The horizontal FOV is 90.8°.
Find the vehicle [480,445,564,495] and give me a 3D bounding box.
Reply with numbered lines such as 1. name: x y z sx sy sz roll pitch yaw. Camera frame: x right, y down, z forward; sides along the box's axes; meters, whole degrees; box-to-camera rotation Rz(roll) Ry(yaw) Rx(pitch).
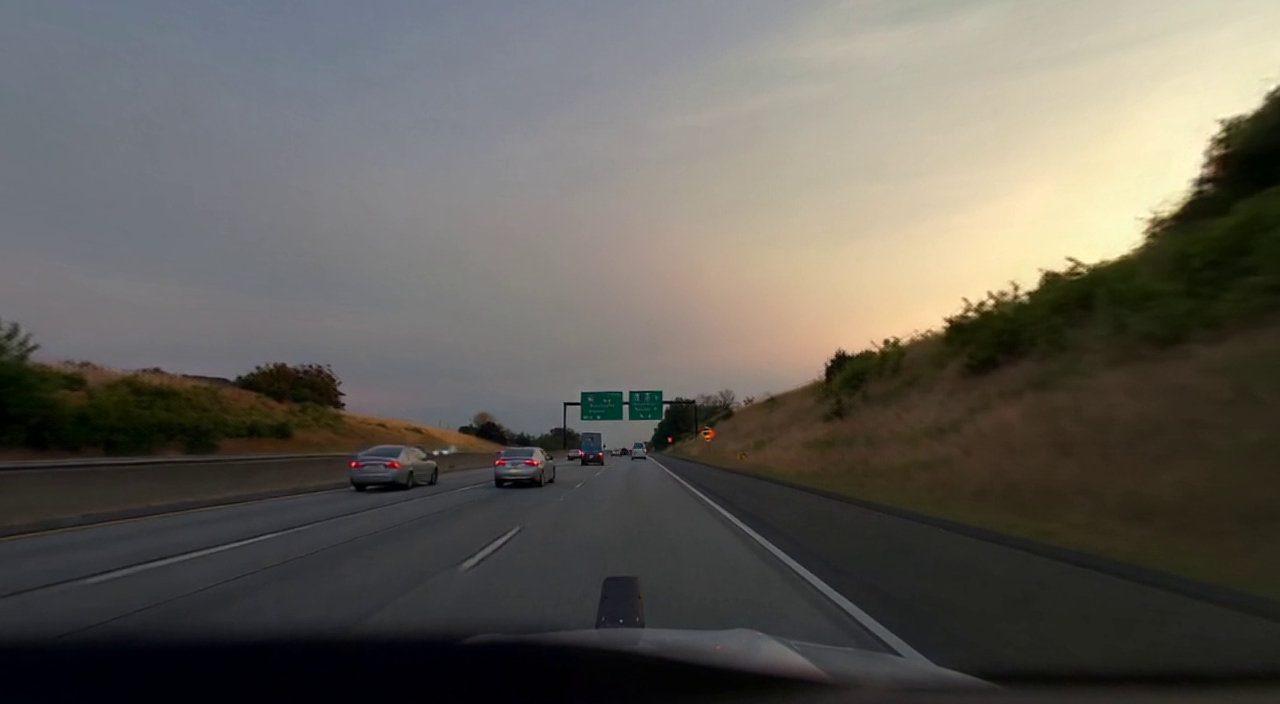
1. vehicle: -3.654 3.711 20.198 1.924 1.436 3.915 0 -9 0

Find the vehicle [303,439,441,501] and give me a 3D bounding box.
1. vehicle: -7.498 3.332 18.227 2.091 1.558 4.220 0 -9 0
